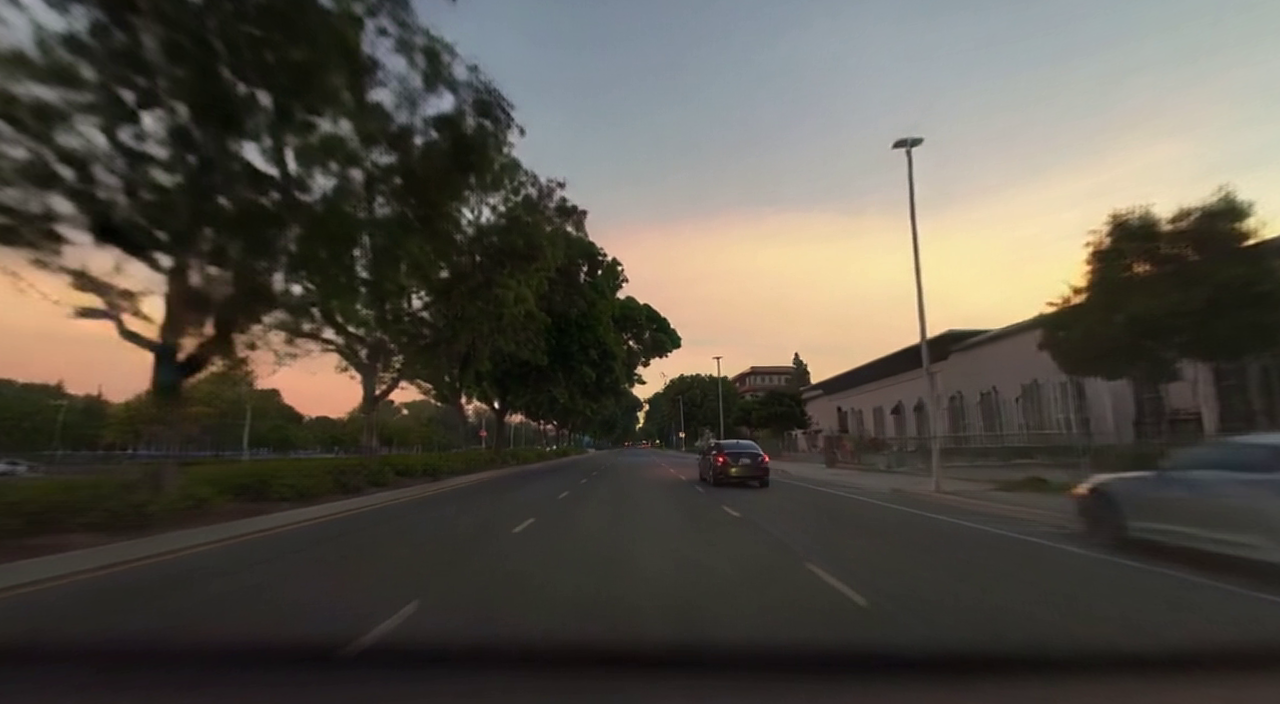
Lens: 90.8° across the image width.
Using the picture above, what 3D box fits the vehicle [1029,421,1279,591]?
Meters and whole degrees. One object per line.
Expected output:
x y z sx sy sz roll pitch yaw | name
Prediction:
6.747 1.517 6.698 1.918 1.544 4.871 -1 -8 -3 | vehicle

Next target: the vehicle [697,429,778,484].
3.370 3.717 22.746 2.083 1.743 4.354 0 -8 -1 | vehicle
